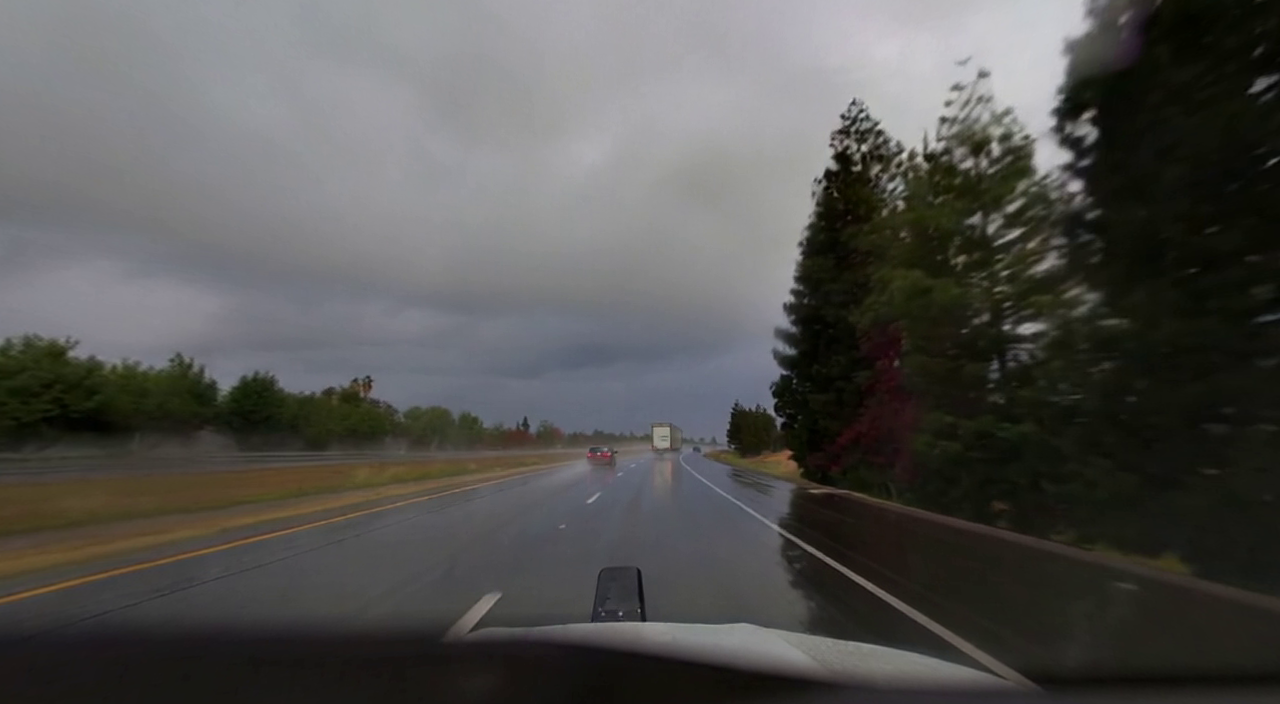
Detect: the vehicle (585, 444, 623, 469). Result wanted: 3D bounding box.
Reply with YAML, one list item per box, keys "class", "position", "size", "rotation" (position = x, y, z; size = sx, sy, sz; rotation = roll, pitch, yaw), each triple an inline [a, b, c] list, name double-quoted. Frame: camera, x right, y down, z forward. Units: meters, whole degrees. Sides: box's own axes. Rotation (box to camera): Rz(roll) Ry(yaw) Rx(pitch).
- class: "vehicle"
  position: [-2.315, 6.842, 41.377]
  size: [2.199, 1.555, 4.451]
  rotation: [0, -9, 1]
